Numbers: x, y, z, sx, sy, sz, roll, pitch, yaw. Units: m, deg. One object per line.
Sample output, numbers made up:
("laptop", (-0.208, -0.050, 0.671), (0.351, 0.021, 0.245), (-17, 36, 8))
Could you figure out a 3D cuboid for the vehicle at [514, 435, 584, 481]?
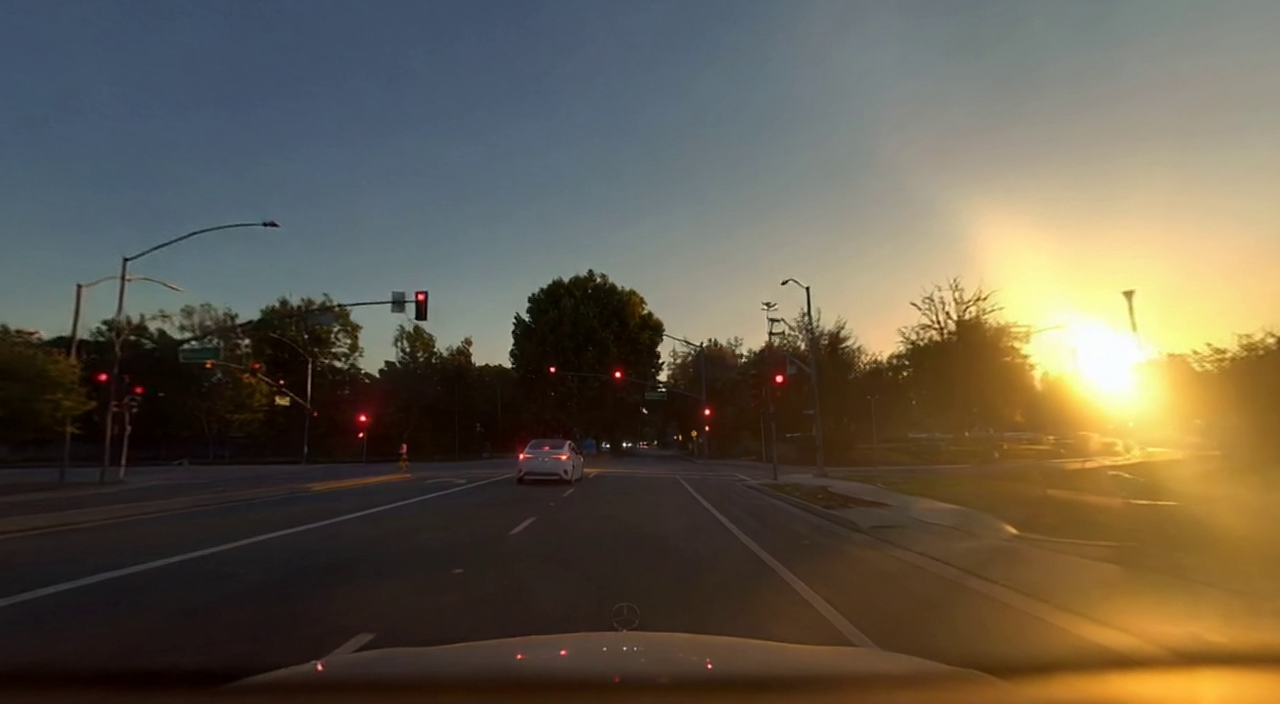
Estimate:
("vehicle", (-3.395, 4.067, 24.438), (2.076, 1.599, 4.483), (0, -9, 0))
